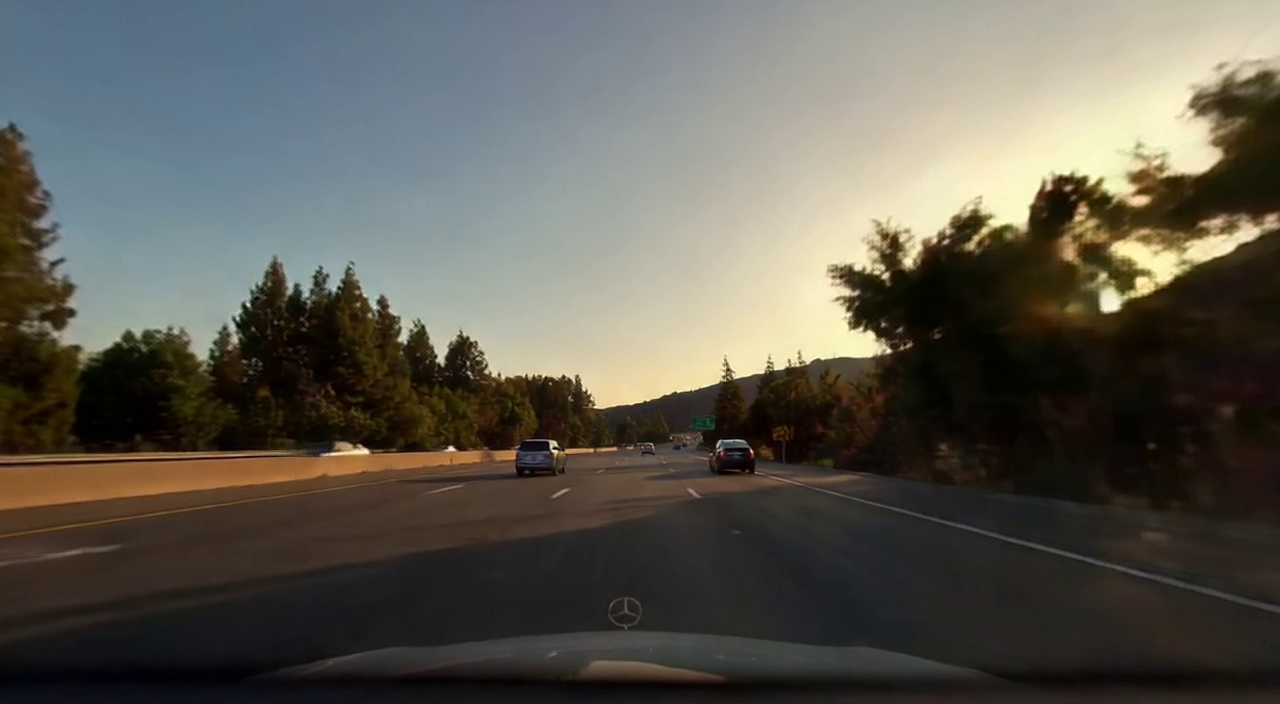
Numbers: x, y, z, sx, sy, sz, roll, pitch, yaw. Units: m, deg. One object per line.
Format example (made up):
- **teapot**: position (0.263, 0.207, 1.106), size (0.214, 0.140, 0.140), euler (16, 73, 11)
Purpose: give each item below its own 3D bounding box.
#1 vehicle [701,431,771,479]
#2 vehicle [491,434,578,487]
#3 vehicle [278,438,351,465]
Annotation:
- **vehicle**: position (3.900, 4.270, 26.303), size (2.149, 1.796, 4.487), euler (0, -8, -1)
- **vehicle**: position (-3.471, 3.663, 21.562), size (2.166, 1.608, 4.297), euler (0, -8, 1)
- **vehicle**: position (-20.924, 6.413, 40.583), size (2.037, 1.623, 4.904), euler (0, -8, 1)
